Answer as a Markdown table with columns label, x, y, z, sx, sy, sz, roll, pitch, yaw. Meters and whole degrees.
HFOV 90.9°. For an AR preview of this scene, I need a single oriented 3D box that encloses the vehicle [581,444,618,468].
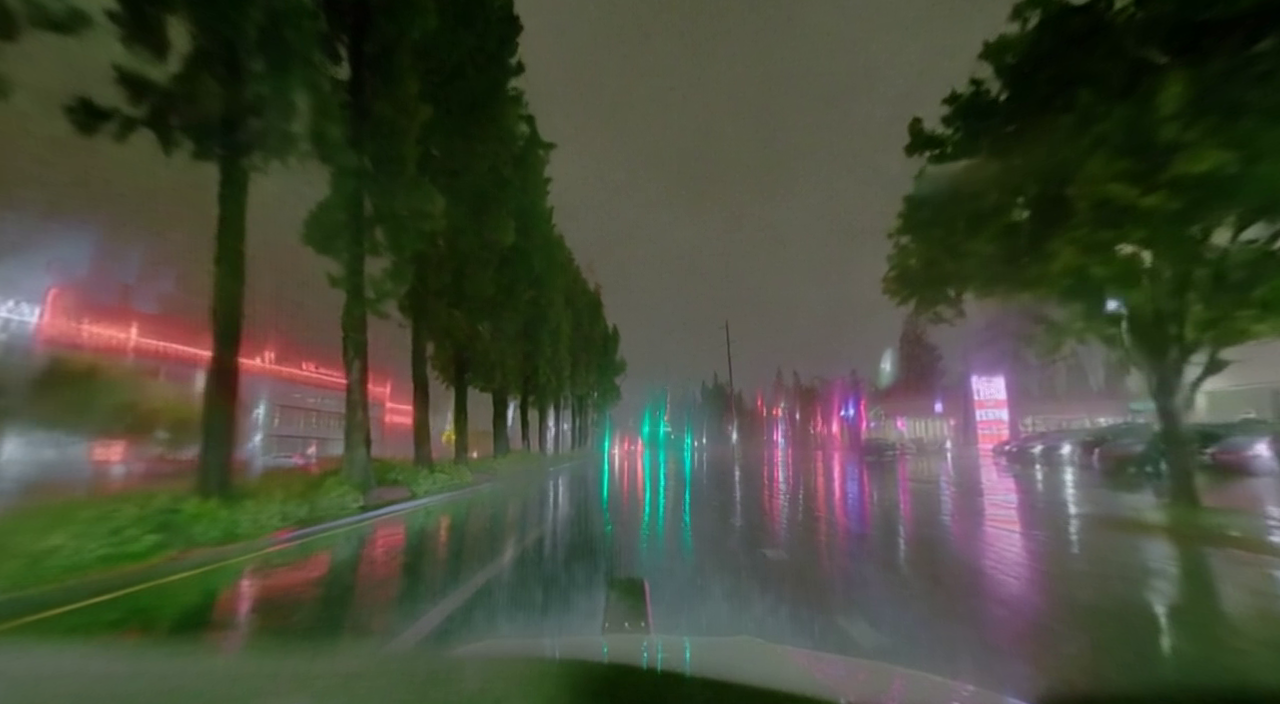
| label | x | y | z | sx | sy | sz | roll | pitch | yaw |
| --- | --- | --- | --- | --- | --- | --- | --- | --- | --- |
| vehicle | -2.615 | 6.840 | 41.787 | 2.082 | 1.460 | 4.442 | 0 | -8 | 1 |

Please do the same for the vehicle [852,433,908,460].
| label | x | y | z | sx | sy | sz | roll | pitch | yaw |
| --- | --- | --- | --- | --- | --- | --- | --- | --- | --- |
| vehicle | 17.386 | 6.883 | 45.908 | 2.038 | 1.827 | 4.870 | 0 | -8 | -2 |

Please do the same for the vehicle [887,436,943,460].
| label | x | y | z | sx | sy | sz | roll | pitch | yaw |
| --- | --- | --- | --- | --- | --- | --- | --- | --- | --- |
| vehicle | 20.010 | 6.968 | 46.068 | 2.074 | 1.607 | 4.465 | -2 | -8 | 1 |

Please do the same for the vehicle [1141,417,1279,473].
| label | x | y | z | sx | sy | sz | roll | pitch | yaw |
| --- | --- | --- | --- | --- | --- | --- | --- | --- | --- |
| vehicle | 17.797 | 2.757 | 18.735 | 4.084 | 1.547 | 1.957 | 0 | -8 | -1 |

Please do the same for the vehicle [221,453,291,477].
| label | x | y | z | sx | sy | sz | roll | pitch | yaw |
| --- | --- | --- | --- | --- | --- | --- | --- | --- | --- |
| vehicle | -27.324 | 8.026 | 45.029 | 1.910 | 1.498 | 4.703 | -1 | -8 | 2 |
